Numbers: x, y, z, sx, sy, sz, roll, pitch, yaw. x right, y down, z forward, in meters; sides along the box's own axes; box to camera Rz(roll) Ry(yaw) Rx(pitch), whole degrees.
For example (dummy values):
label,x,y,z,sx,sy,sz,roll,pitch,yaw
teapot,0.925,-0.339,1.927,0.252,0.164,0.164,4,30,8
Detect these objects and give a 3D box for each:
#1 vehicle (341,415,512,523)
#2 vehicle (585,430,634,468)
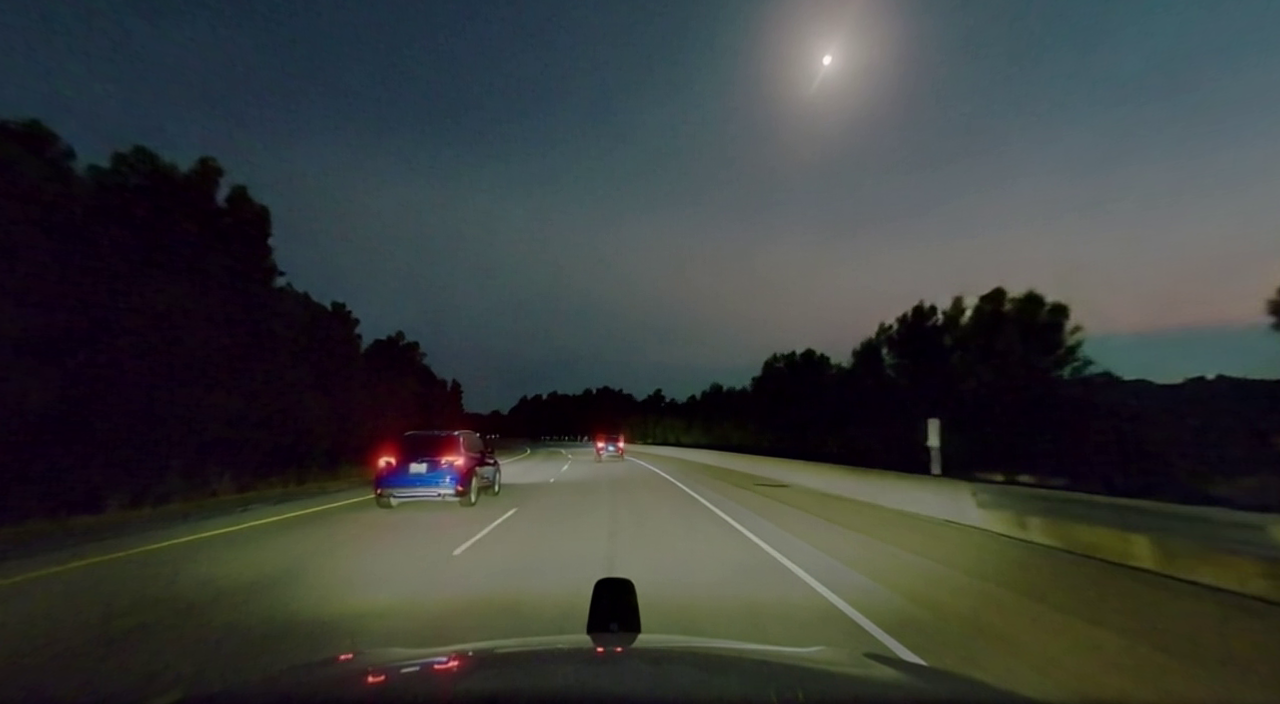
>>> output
label,x,y,z,sx,sy,sz,roll,pitch,yaw
vehicle,-4.162,2.339,13.290,2.053,1.847,4.760,0,-8,-2
vehicle,-1.688,5.092,33.377,2.452,1.857,4.022,1,-8,-5
